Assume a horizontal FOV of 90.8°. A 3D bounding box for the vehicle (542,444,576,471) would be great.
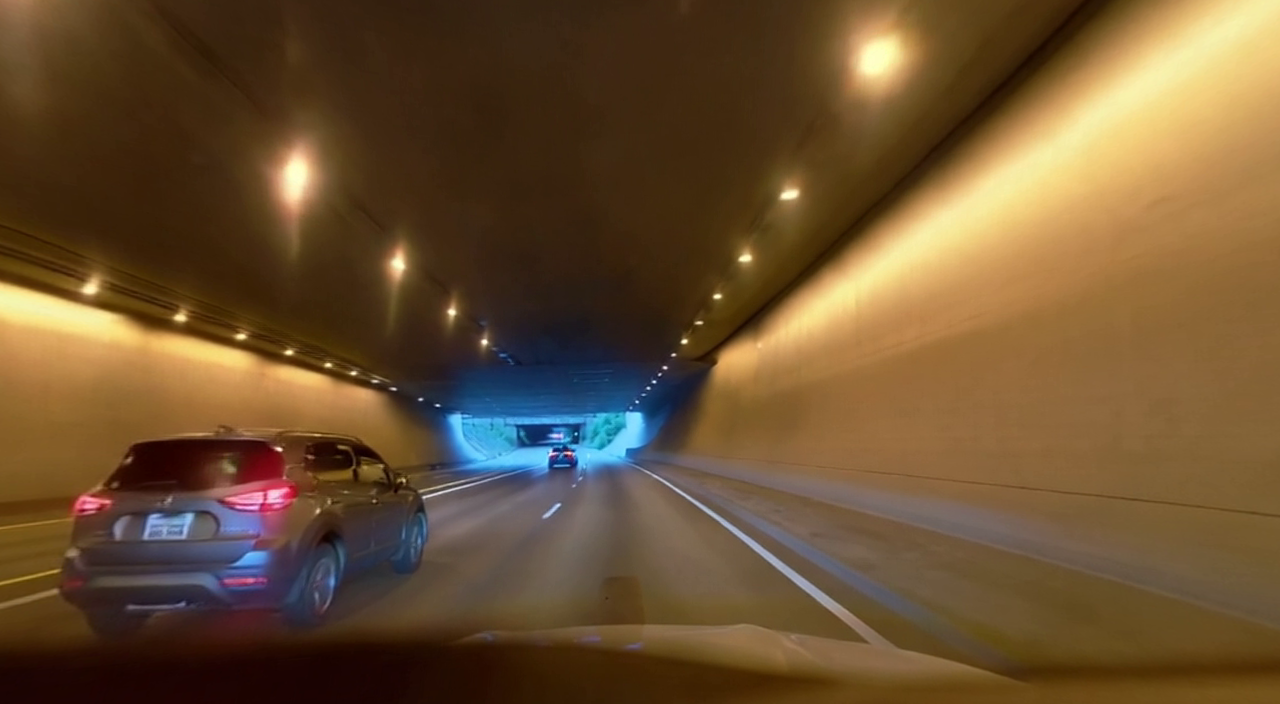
[{"bbox_3d":[-5.479,7.186,43.255,1.961,1.725,4.315,0,-9,-3],"label":"vehicle"}]
